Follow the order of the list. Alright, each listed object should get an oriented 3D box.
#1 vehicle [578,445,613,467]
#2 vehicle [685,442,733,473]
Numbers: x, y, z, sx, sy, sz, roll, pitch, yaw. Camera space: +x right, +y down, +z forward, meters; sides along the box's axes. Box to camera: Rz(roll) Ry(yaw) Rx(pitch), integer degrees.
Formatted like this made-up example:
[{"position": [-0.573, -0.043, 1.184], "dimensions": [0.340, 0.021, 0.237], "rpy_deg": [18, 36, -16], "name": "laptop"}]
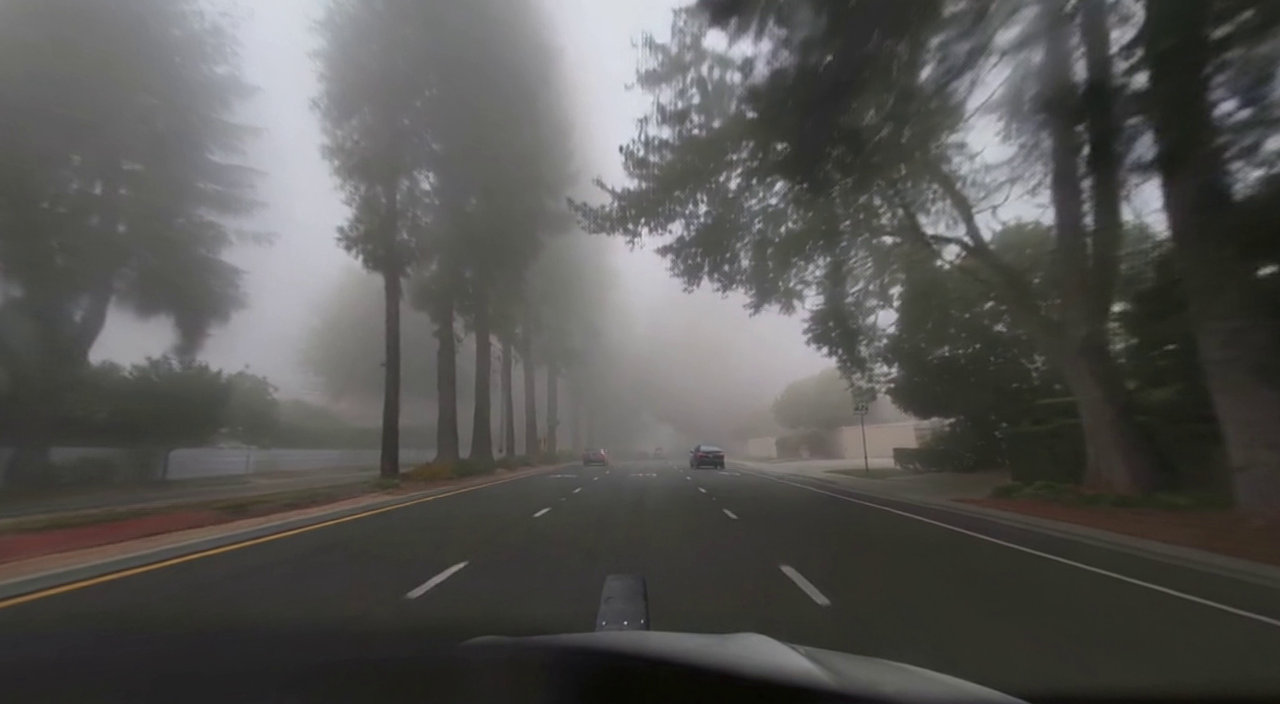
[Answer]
[{"position": [-3.125, 7.397, 45.156], "dimensions": [2.011, 1.480, 4.517], "rpy_deg": [-1, -9, 1], "name": "vehicle"}, {"position": [3.522, 5.473, 32.944], "dimensions": [1.992, 1.511, 4.464], "rpy_deg": [0, -9, 0], "name": "vehicle"}]
